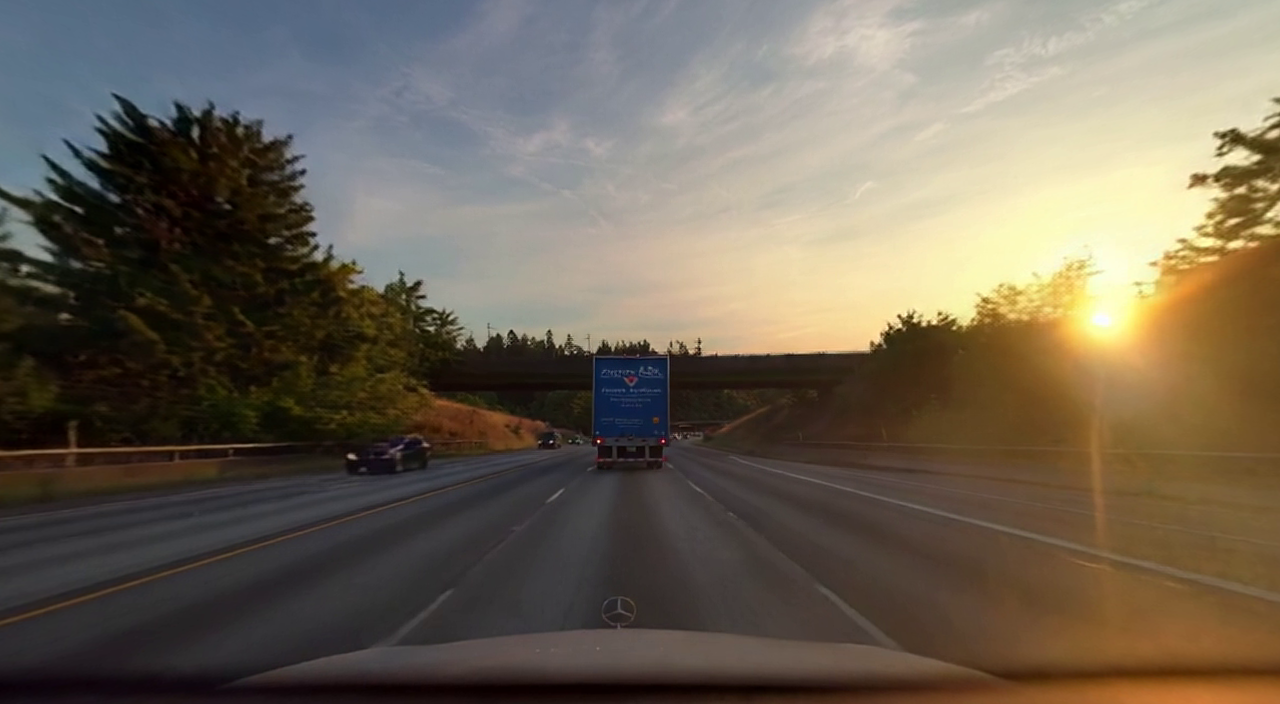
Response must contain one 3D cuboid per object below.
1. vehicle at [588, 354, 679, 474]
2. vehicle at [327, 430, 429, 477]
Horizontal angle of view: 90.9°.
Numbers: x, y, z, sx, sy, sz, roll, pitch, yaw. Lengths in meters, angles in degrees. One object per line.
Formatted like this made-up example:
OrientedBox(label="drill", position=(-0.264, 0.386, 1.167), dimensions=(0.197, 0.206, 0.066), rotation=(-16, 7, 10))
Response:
OrientedBox(label="vehicle", position=(-0.442, 2.646, 25.442), dimensions=(2.895, 3.861, 10.213), rotation=(0, -8, -2))
OrientedBox(label="vehicle", position=(-8.997, 3.497, 22.027), dimensions=(1.872, 1.461, 3.966), rotation=(0, -8, 0))
